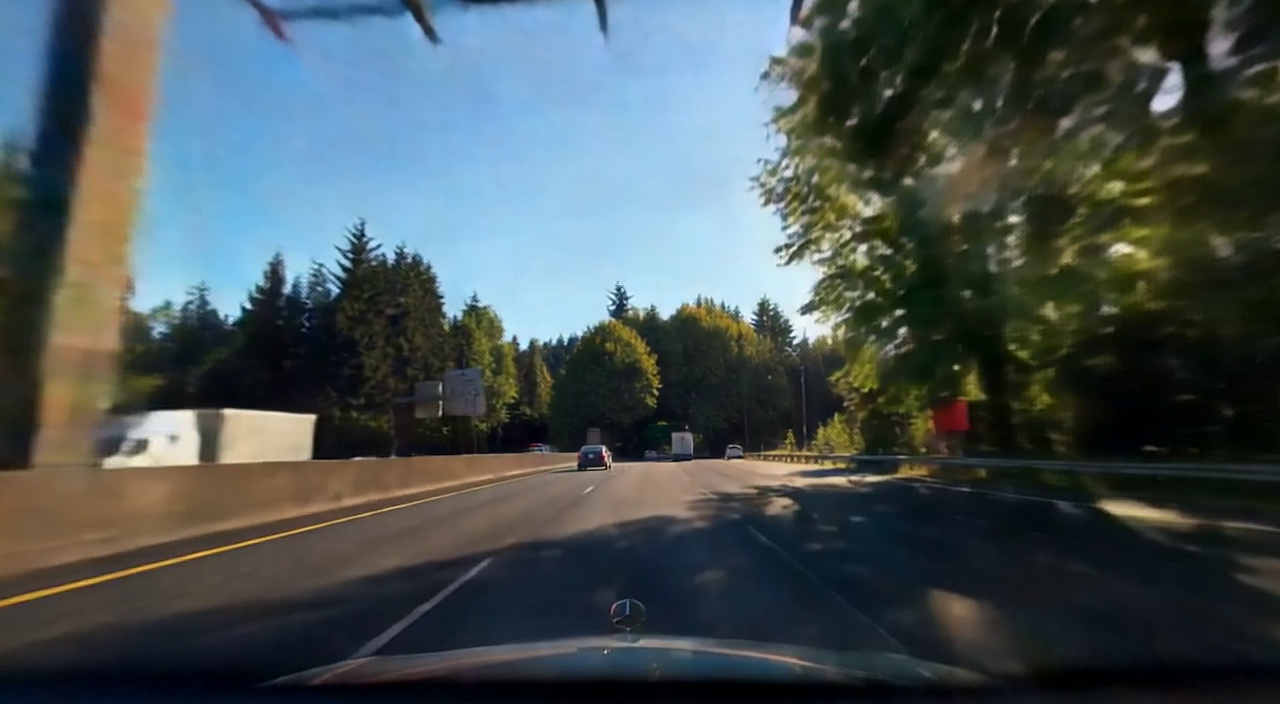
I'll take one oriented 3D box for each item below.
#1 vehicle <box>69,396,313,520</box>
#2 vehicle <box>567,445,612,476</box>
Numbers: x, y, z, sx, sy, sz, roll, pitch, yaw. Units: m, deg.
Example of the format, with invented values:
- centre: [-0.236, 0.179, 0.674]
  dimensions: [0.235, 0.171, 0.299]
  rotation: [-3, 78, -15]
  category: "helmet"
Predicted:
- centre: [-14.123, 3.442, 20.838]
  dimensions: [2.450, 3.334, 7.290]
  rotation: [0, -9, 1]
  category: "vehicle"
- centre: [-2.820, 6.164, 36.077]
  dimensions: [2.086, 1.650, 4.122]
  rotation: [-1, -9, 2]
  category: "vehicle"
